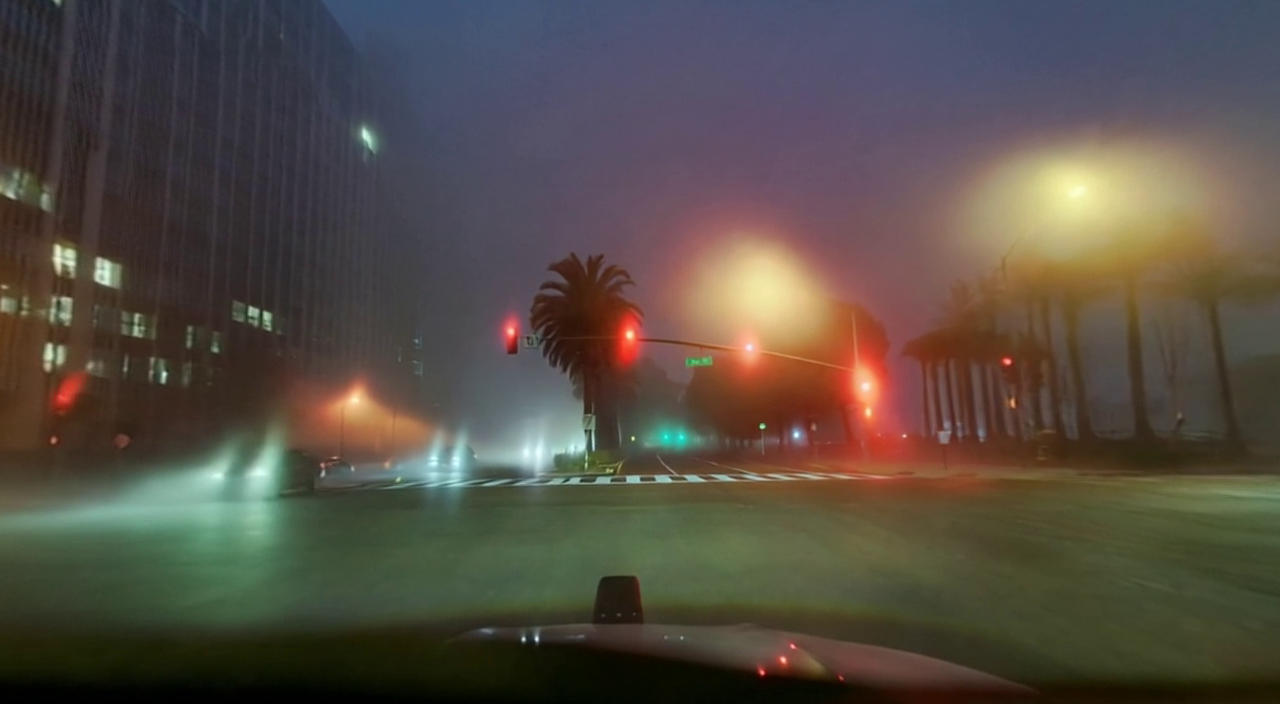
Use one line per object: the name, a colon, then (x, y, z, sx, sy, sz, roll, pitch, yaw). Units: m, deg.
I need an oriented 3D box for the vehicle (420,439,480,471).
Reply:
vehicle: (-12.872, 7.025, 43.161, 2.268, 2.016, 5.632, 0, -8, 1)

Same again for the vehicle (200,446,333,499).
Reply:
vehicle: (-12.937, 4.159, 22.268, 2.038, 1.624, 4.292, 0, -8, 0)
